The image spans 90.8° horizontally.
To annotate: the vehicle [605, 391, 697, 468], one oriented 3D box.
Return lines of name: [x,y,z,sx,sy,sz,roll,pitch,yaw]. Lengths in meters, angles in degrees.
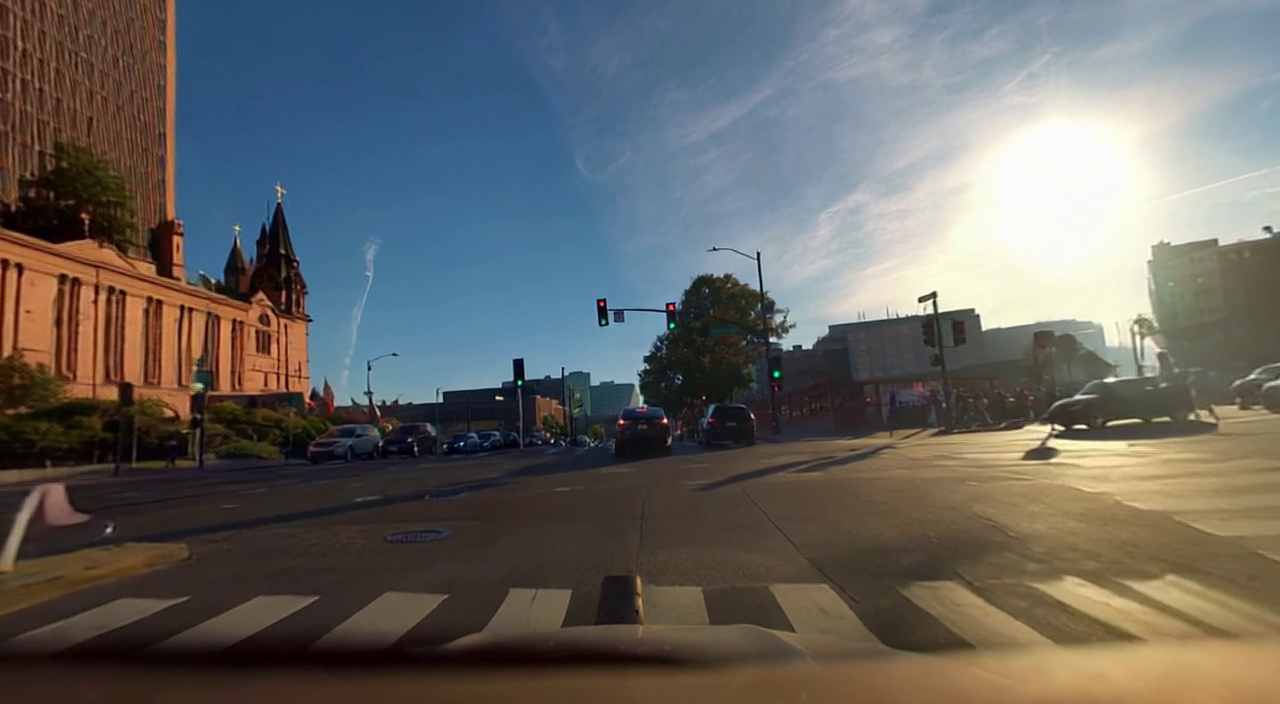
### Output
vehicle: [0.183,2.014,16.983,2.168,1.776,4.135,0,-5,-2]

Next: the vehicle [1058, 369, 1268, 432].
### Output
vehicle: [15.700,1.485,19.173,4.488,1.475,2.083,-4,-5,-1]

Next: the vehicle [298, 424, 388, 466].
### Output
vehicle: [-14.967,4.735,32.289,1.969,1.896,5.404,1,-8,0]

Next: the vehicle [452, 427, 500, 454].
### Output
vehicle: [-11.451,6.237,44.372,2.170,1.746,4.565,0,-8,0]

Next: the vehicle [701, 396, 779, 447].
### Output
vehicle: [3.673,2.682,24.055,2.080,1.735,4.650,0,-7,-2]

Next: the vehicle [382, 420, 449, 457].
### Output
vehicle: [-11.963,4.675,33.978,2.069,1.790,4.358,-1,-9,-1]
